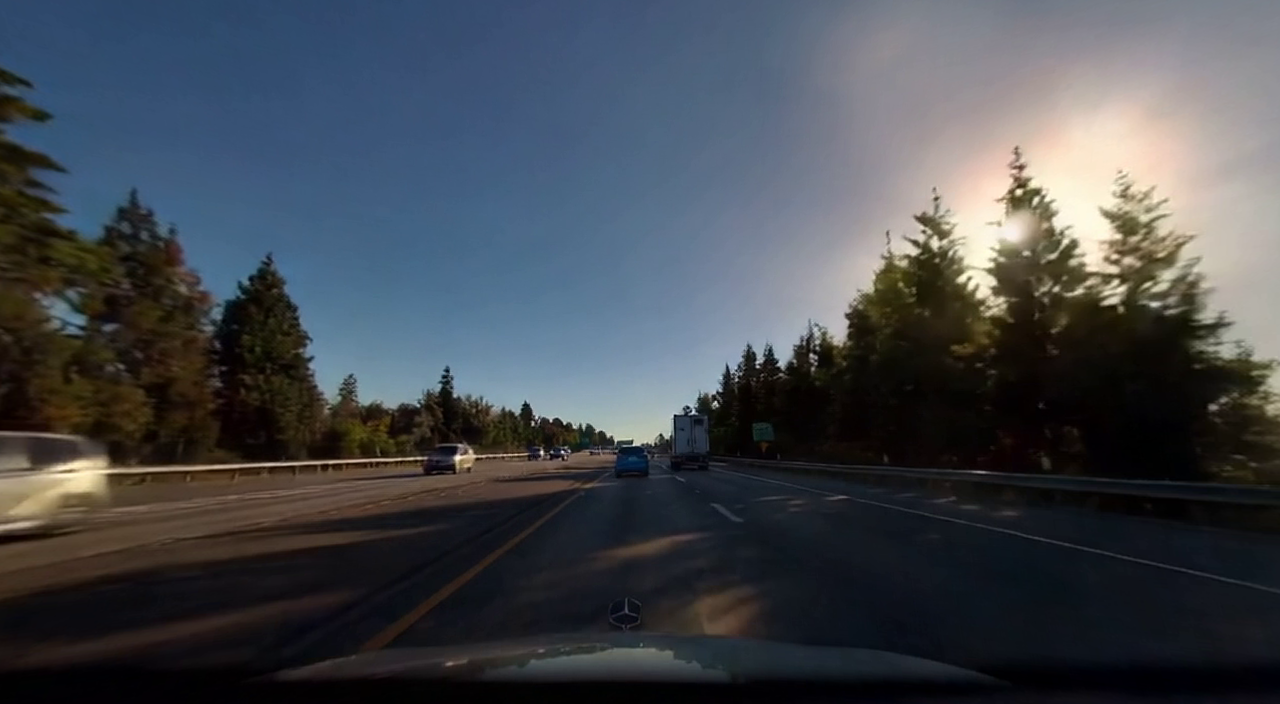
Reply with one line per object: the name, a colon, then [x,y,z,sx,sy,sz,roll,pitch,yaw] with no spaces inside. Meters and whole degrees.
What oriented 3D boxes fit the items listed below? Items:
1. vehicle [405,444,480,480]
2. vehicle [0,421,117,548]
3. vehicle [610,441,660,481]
vehicle: [-8.678,4.876,28.093,1.974,1.465,4.130,0,-9,0]
vehicle: [-8.715,1.483,6.822,1.961,1.521,4.766,0,-9,1]
vehicle: [-0.258,5.079,29.474,2.190,1.706,4.062,0,-9,-1]
